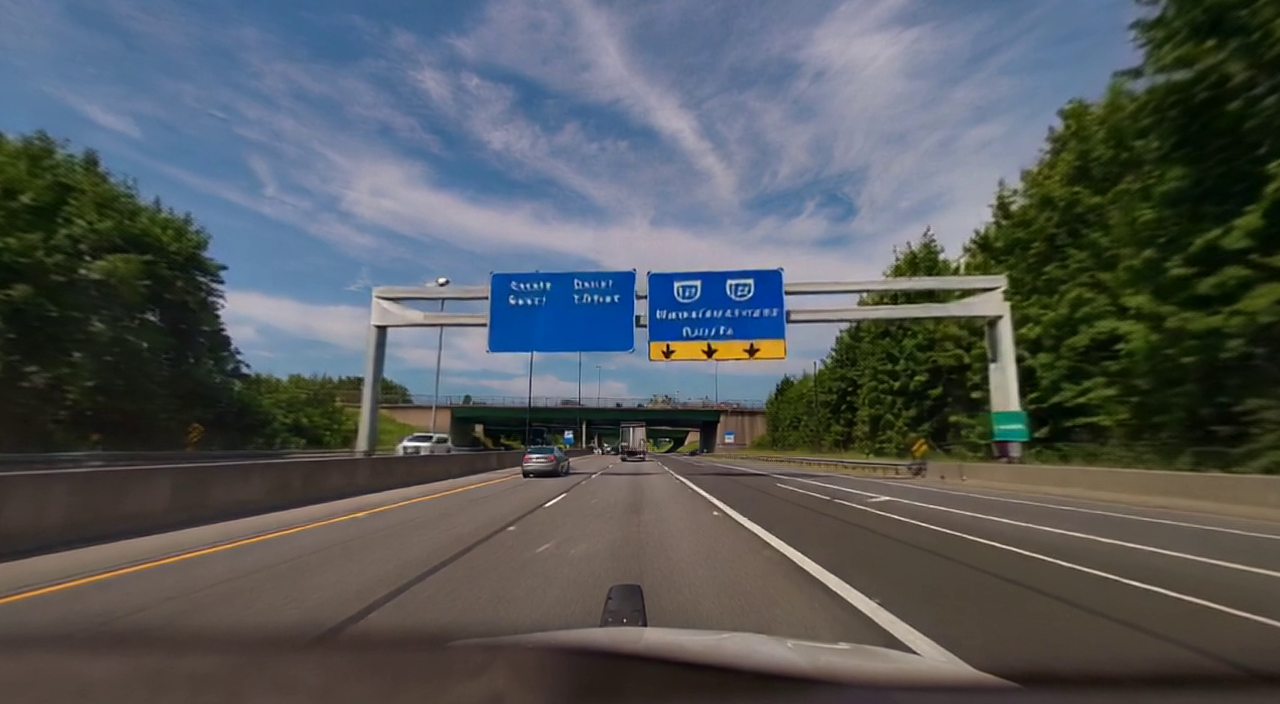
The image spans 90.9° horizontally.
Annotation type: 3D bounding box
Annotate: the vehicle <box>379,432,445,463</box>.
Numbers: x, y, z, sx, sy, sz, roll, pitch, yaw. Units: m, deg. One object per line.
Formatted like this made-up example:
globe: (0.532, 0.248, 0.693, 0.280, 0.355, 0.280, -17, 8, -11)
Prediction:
vehicle: (-12.402, 5.282, 34.642, 1.959, 1.556, 4.499, 0, -9, -1)

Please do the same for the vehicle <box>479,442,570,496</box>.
vehicle: (-3.561, 3.701, 20.313, 2.042, 1.526, 4.516, 0, -9, 0)
